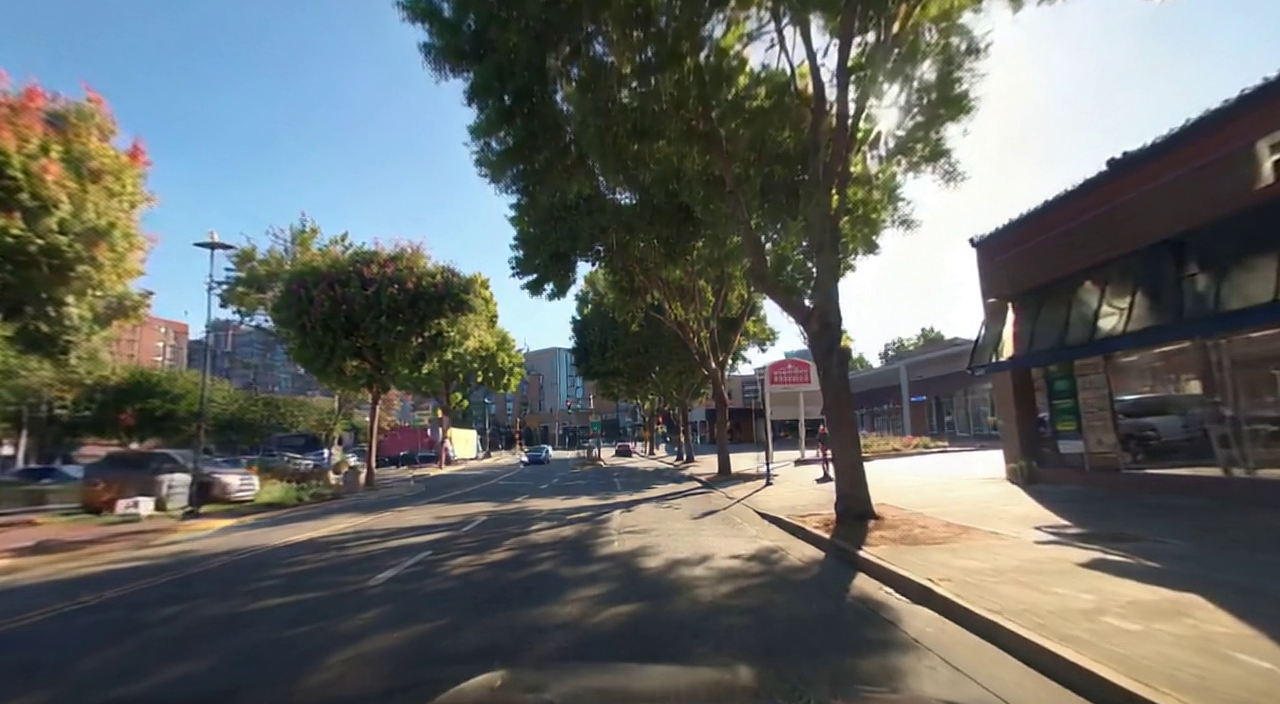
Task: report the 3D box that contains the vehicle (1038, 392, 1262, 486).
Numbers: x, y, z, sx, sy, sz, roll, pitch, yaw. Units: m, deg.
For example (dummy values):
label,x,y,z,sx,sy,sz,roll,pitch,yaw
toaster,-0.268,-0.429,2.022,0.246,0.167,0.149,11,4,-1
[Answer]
label,x,y,z,sx,sy,sz,roll,pitch,yaw
vehicle,12.649,2.240,16.170,2.112,2.050,4.327,-1,-8,2

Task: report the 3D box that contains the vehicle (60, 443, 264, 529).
label,x,y,z,sx,sy,sz,roll,pitch,yaw
vehicle,-12.782,3.536,17.349,2.000,2.008,4.287,-1,-8,3

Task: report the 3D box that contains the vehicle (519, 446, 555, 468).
label,x,y,z,sx,sy,sz,roll,pitch,yaw
vehicle,-7.389,7.596,45.819,1.899,1.517,4.384,0,-8,0

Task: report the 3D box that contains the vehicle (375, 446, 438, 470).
label,x,y,z,sx,sy,sz,roll,pitch,yaw
vehicle,-17.945,8.168,48.789,2.101,1.721,4.587,-3,-9,18
